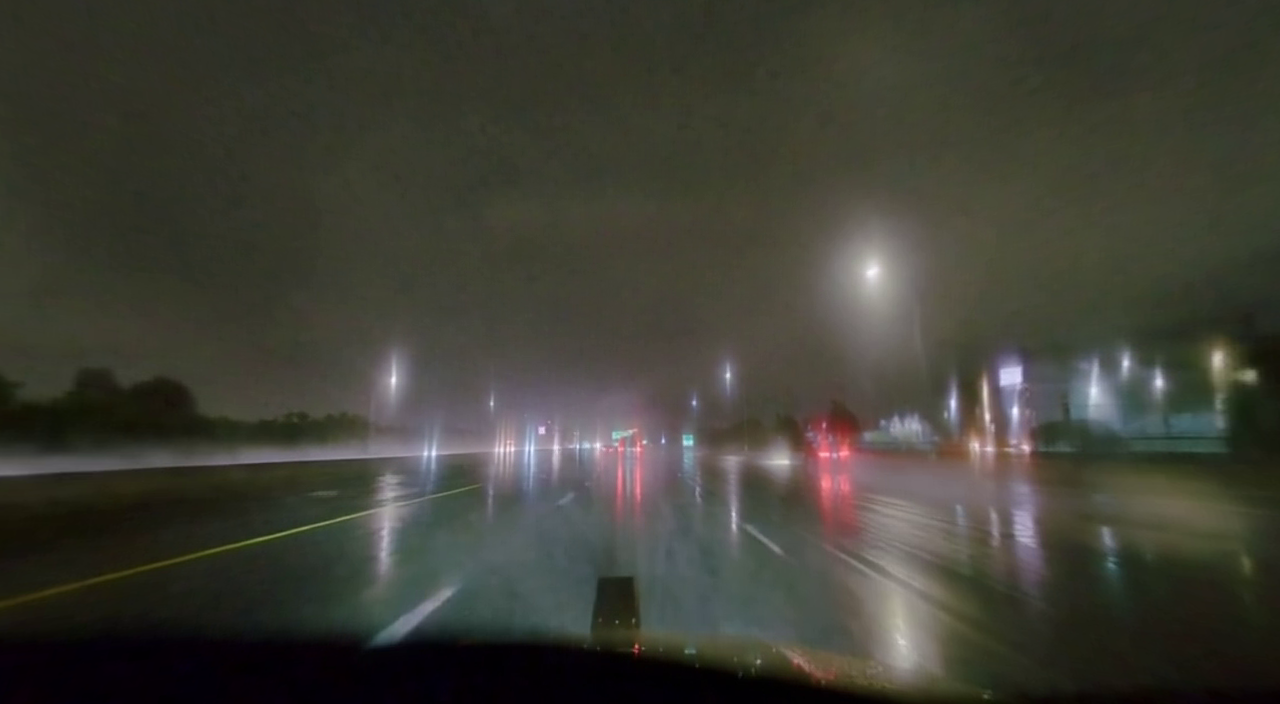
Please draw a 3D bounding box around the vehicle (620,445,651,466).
[{"bbox_3d":[-0.370,7.541,46.159,2.118,1.466,4.165,0,-9,-2],"label":"vehicle"}]
